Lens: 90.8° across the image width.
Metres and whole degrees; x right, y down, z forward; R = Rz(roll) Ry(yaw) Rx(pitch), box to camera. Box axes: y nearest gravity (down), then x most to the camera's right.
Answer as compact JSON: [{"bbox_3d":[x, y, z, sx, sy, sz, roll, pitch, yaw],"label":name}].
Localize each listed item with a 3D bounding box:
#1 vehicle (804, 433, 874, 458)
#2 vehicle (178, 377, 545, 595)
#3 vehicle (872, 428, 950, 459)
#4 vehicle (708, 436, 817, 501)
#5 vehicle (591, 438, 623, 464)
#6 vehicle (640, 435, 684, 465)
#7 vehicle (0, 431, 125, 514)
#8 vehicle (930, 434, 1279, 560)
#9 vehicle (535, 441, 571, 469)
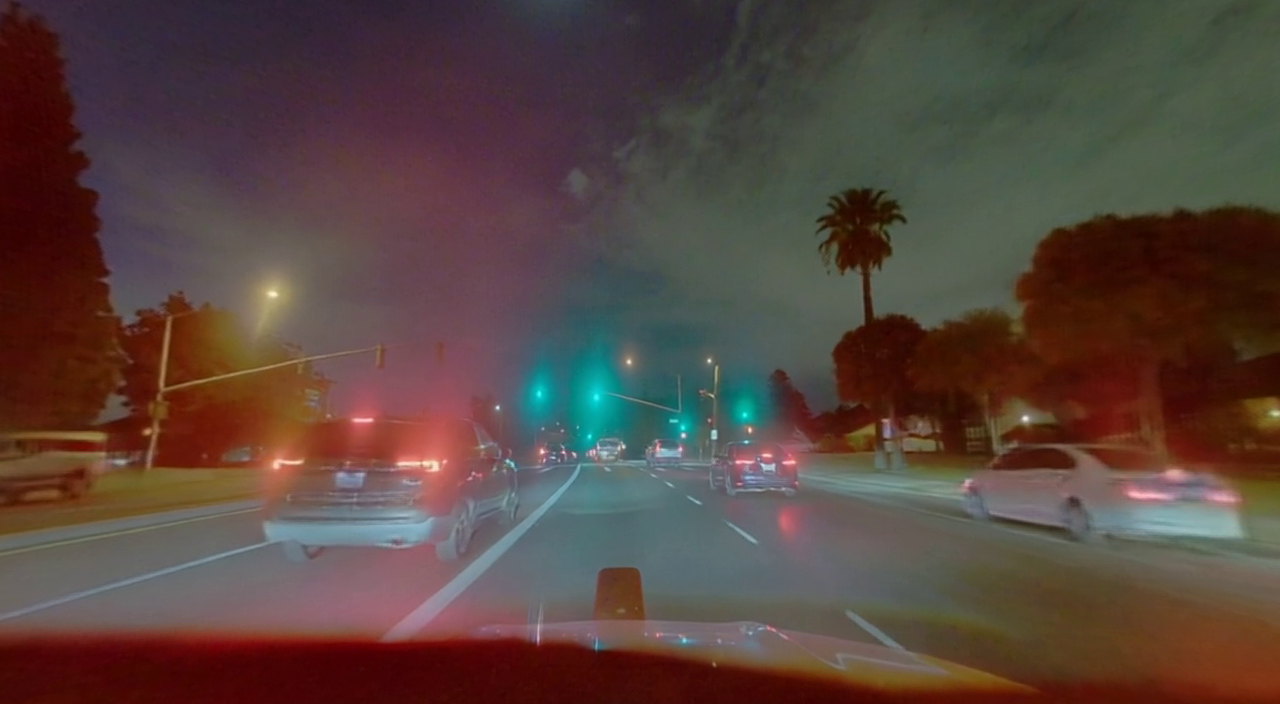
[{"bbox_3d":[15.468,7.256,49.200,4.691,1.626,1.943,-1,-7,-10],"label":"vehicle"},{"bbox_3d":[-2.976,1.660,8.920,2.354,1.948,6.355,0,-8,-1],"label":"vehicle"},{"bbox_3d":[16.256,5.527,38.200,2.058,1.766,4.563,1,-8,-10],"label":"vehicle"},{"bbox_3d":[3.092,3.021,16.837,1.870,1.491,4.009,0,-8,-3],"label":"vehicle"},{"bbox_3d":[-2.539,7.432,47.647,2.164,1.867,4.254,1,-8,-6],"label":"vehicle"},{"bbox_3d":[1.413,6.796,43.894,2.391,1.960,5.600,1,-8,-5],"label":"vehicle"},{"bbox_3d":[-16.699,3.099,16.515,2.292,1.990,5.714,1,-8,-8],"label":"vehicle"},{"bbox_3d":[6.707,2.050,9.830,1.989,1.459,4.700,0,-8,-3],"label":"vehicle"},{"bbox_3d":[-5.049,6.031,37.127,1.864,1.505,4.202,1,-8,-5],"label":"vehicle"}]
